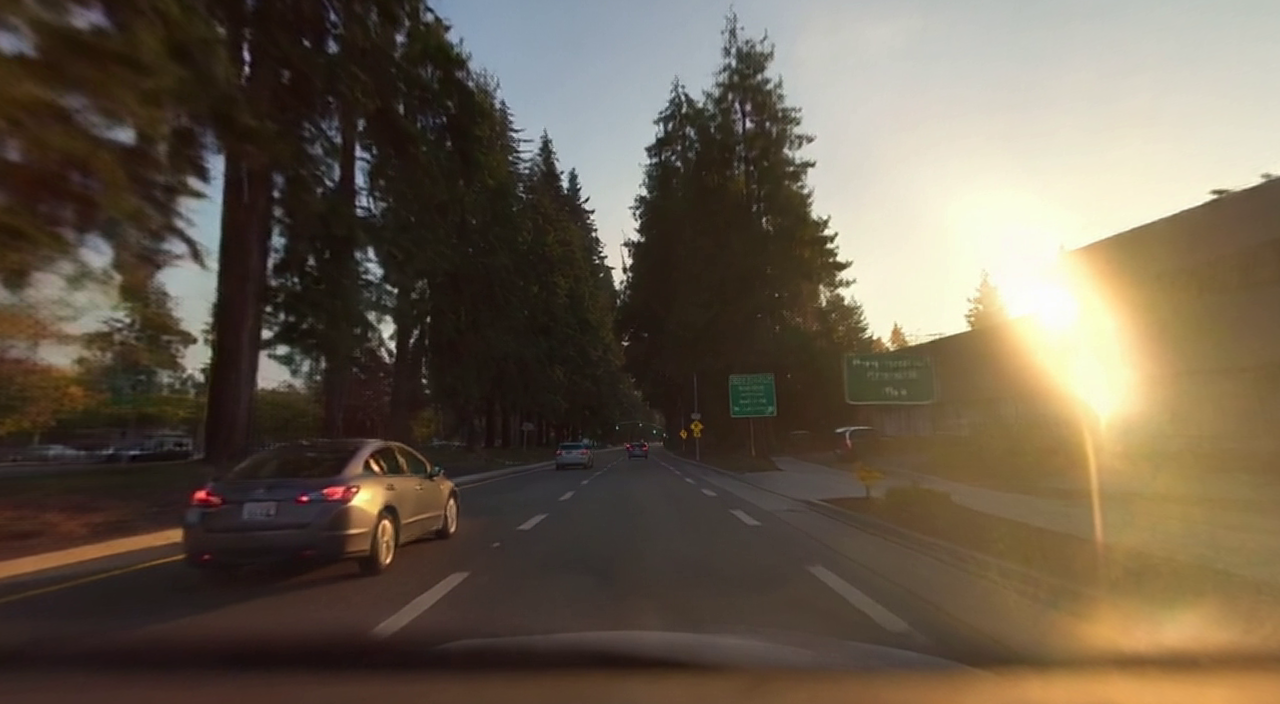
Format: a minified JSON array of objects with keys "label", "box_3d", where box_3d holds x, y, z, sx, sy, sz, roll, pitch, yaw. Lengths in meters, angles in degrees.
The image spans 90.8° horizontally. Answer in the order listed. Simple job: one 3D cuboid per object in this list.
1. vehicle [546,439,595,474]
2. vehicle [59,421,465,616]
[{"label":"vehicle","box_3d":[-3.355,5.121,31.285,1.942,1.588,4.172,0,-8,1]},{"label":"vehicle","box_3d":[-3.524,1.611,7.110,1.862,1.478,4.369,0,-8,0]}]
